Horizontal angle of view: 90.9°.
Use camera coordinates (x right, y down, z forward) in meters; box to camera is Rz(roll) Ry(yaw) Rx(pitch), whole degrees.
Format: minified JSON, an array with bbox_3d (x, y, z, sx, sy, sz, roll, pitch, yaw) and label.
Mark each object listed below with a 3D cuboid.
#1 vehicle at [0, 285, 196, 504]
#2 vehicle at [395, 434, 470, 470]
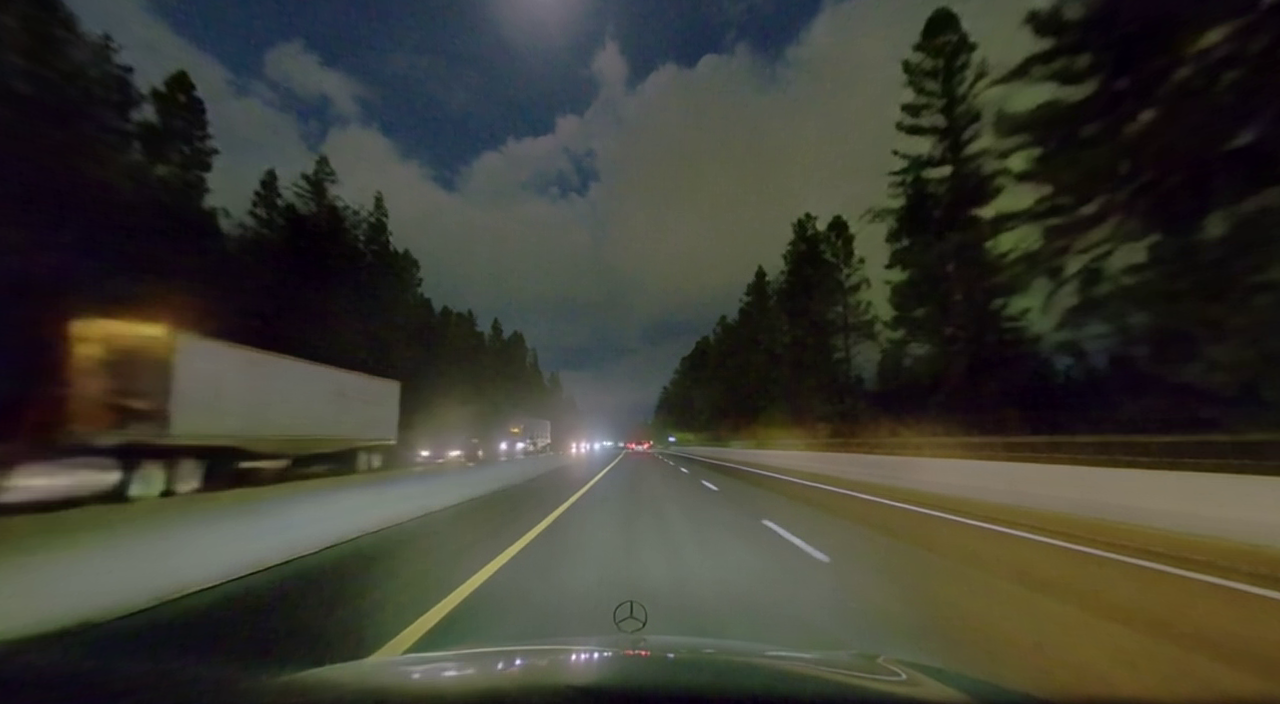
[{"bbox_3d":[-13.339,0.884,12.324,3.009,4.018,8.498,0,-8,0],"label":"vehicle"},{"bbox_3d":[-9.160,4.454,28.273,1.846,1.463,4.537,0,-8,0],"label":"vehicle"}]
